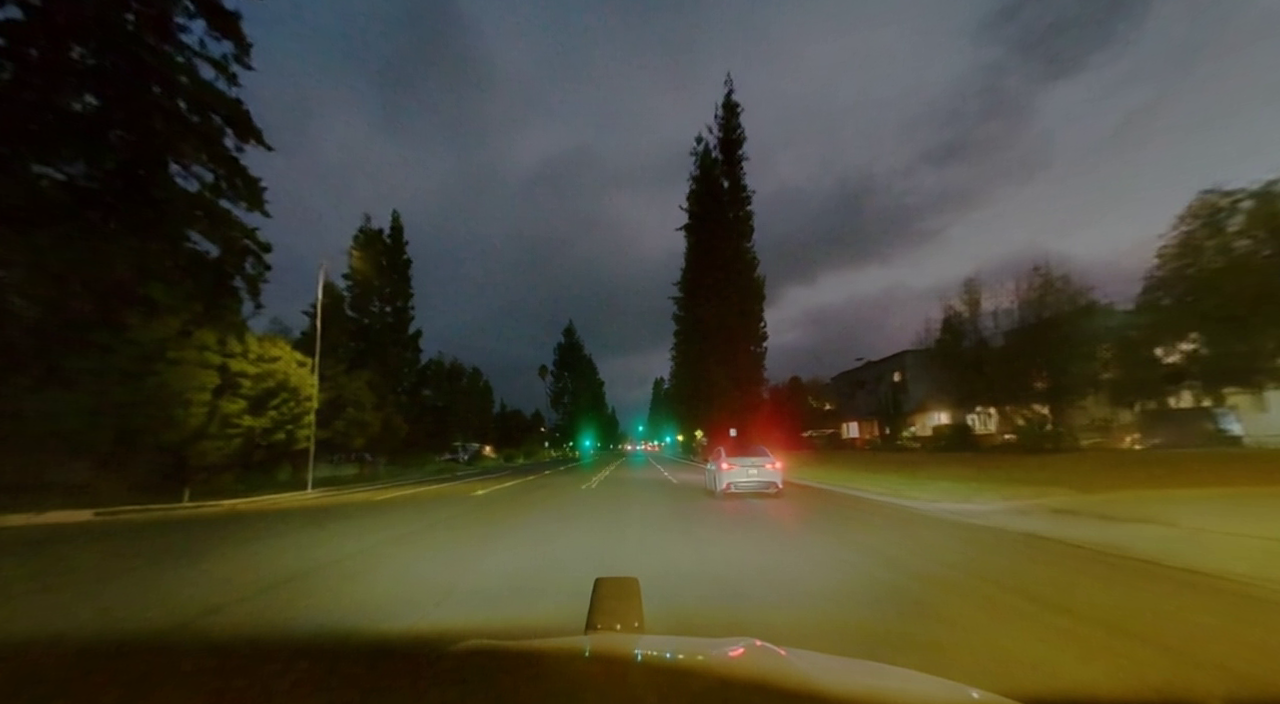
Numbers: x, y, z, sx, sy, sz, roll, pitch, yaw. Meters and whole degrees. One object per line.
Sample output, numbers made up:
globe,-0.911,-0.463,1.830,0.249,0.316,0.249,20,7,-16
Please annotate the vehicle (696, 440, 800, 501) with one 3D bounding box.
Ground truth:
vehicle,2.903,3.289,17.992,2.057,1.493,4.225,0,-8,-2
